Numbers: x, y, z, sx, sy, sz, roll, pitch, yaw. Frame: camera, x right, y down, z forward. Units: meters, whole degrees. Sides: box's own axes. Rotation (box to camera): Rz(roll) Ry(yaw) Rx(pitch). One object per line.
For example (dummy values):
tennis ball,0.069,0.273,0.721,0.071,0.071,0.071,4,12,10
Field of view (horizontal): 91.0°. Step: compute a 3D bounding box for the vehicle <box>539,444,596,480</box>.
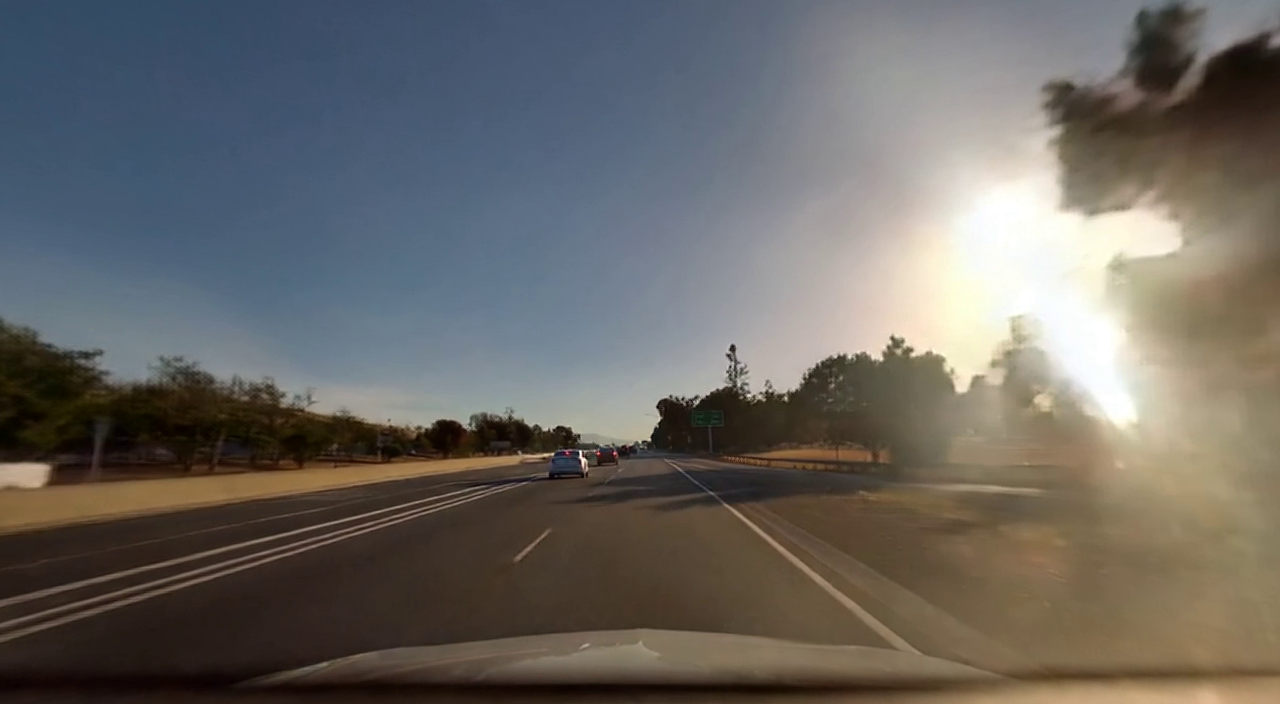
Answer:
vehicle,-3.313,5.165,29.789,2.044,1.527,4.607,0,-9,1
